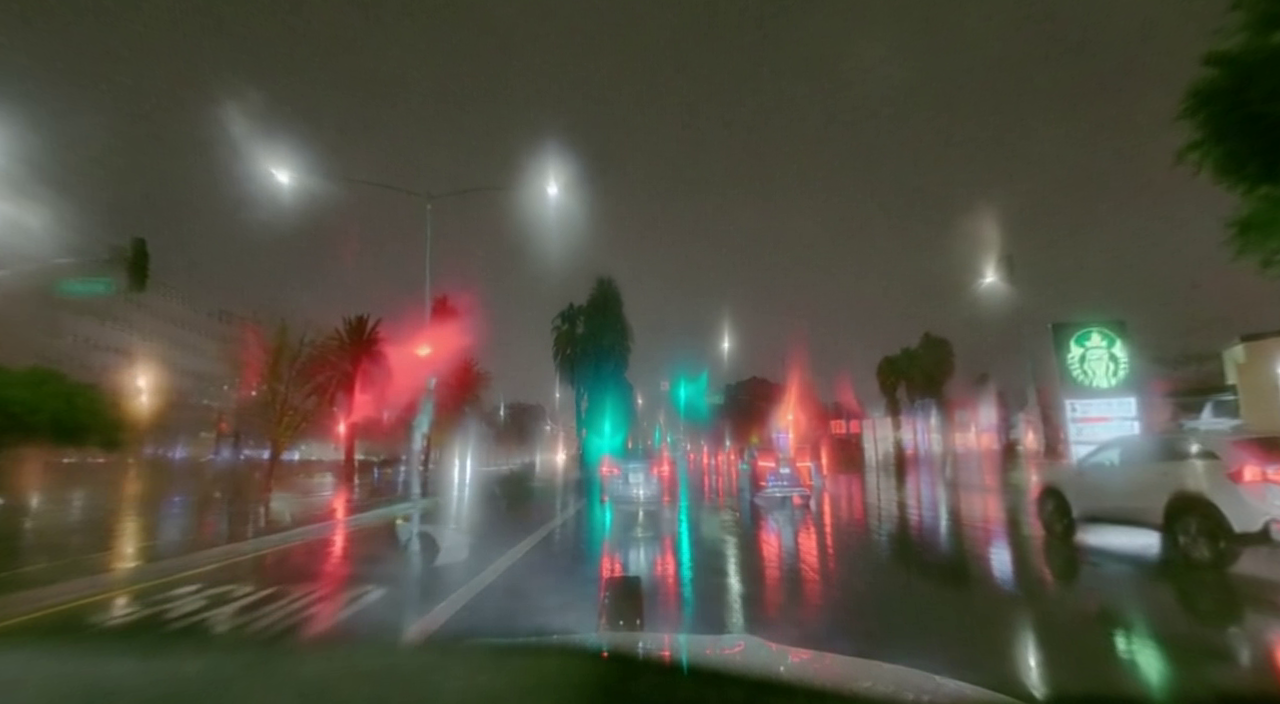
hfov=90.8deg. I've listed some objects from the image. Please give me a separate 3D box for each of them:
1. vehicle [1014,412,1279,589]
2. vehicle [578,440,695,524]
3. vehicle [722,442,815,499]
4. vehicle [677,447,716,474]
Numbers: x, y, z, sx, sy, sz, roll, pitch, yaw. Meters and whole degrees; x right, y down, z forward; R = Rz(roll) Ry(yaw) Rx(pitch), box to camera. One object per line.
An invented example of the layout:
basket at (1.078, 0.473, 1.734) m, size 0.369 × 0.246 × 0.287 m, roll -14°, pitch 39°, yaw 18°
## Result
vehicle at (7.042, 1.712, 8.066) m, size 1.940 × 1.674 × 4.085 m, roll 0°, pitch -8°, yaw -1°
vehicle at (-0.106, 2.660, 13.484) m, size 2.110 × 1.487 × 3.873 m, roll 0°, pitch -8°, yaw -1°
vehicle at (3.812, 3.577, 19.506) m, size 1.892 × 1.532 × 4.177 m, roll 0°, pitch -8°, yaw -1°
vehicle at (3.494, 6.795, 39.839) m, size 2.012 × 1.570 × 4.600 m, roll 0°, pitch -8°, yaw 0°
